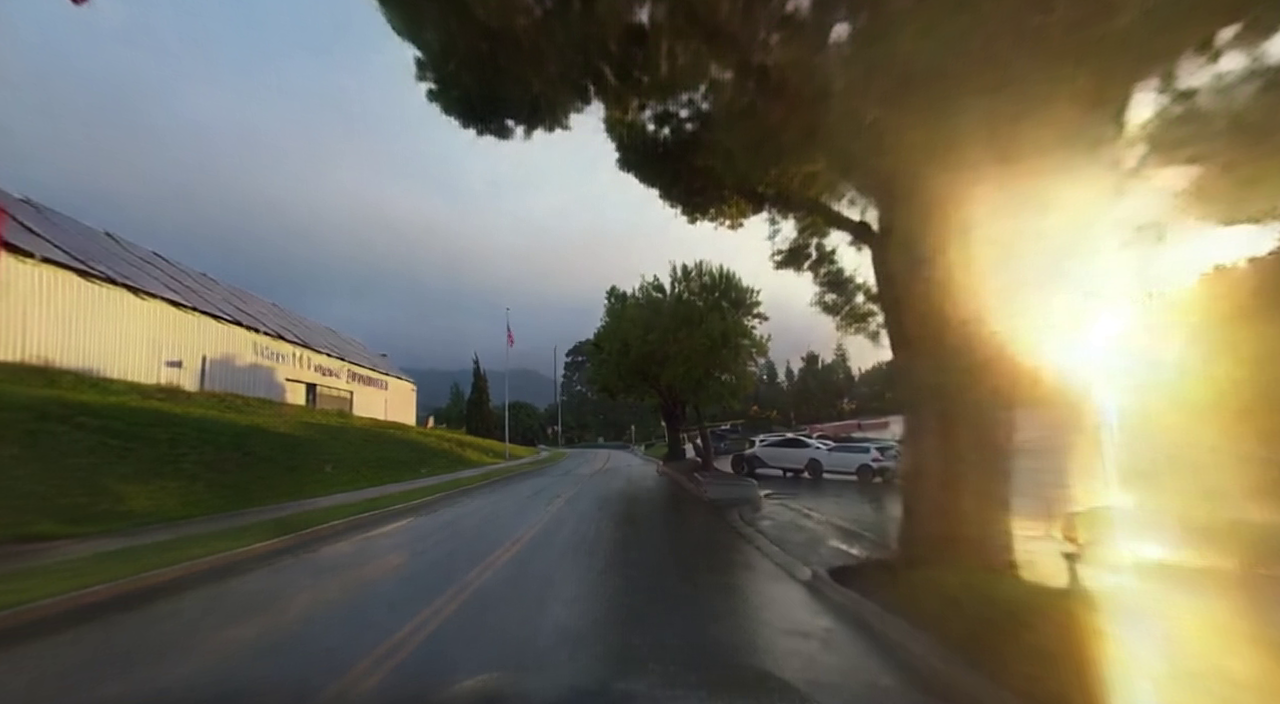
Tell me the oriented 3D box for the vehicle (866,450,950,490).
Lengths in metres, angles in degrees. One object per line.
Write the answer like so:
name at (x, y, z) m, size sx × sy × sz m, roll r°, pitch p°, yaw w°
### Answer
vehicle at (10.871, 4.793, 25.802) m, size 1.819 × 1.494 × 3.834 m, roll -1°, pitch -9°, yaw 1°

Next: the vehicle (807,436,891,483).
vehicle at (8.354, 4.346, 25.632) m, size 1.924 × 1.713 × 4.627 m, roll -1°, pitch -9°, yaw 2°

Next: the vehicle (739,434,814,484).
vehicle at (5.577, 4.432, 26.223) m, size 1.977 × 1.860 × 4.237 m, roll 0°, pitch -9°, yaw -3°

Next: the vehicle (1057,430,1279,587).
vehicle at (8.889, 2.135, 9.031) m, size 2.113 × 1.945 × 4.546 m, roll 1°, pitch -9°, yaw -10°
